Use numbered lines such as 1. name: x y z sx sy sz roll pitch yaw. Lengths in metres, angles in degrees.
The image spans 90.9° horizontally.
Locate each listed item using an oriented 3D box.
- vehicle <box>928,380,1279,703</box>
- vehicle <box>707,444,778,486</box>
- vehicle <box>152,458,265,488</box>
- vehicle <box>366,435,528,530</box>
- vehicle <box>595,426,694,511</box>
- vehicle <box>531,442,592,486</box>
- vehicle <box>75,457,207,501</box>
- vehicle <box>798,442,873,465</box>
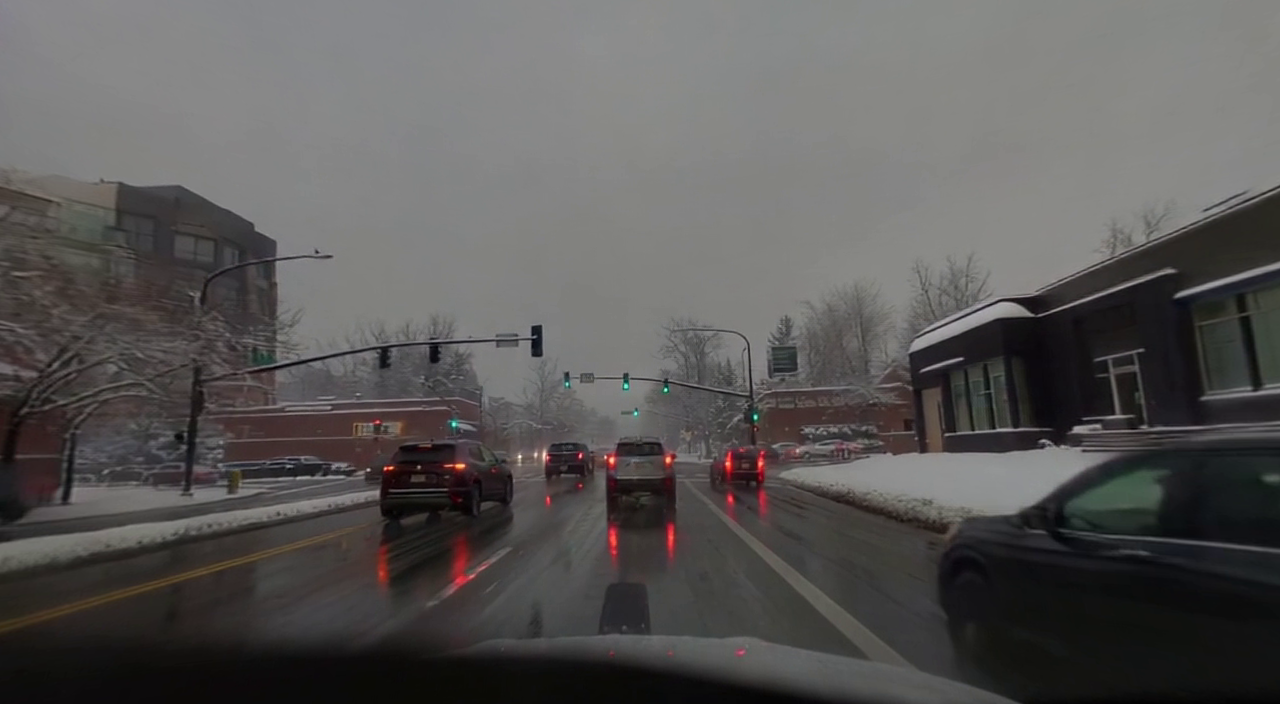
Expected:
1. vehicle: 2.953 0.854 1.990 2.030 1.492 4.383 0 -8 0
2. vehicle: 3.913 4.378 24.843 1.986 1.457 4.566 0 -8 -1
3. vehicle: -29.618 8.289 43.512 2.021 1.802 5.987 -5 -10 31
4. vehicle: -3.691 2.546 12.957 1.886 1.599 4.247 0 -8 1
5. vehicle: 0.118 2.731 15.215 2.075 1.770 4.018 0 -8 1
6. vehicle: -3.127 4.535 25.884 1.894 1.642 3.861 0 -8 2
7. vehicle: -24.248 6.157 30.971 1.919 1.831 5.335 0 -8 2
8. vehicle: 13.904 7.215 44.845 4.736 1.526 1.878 2 -9 -16
